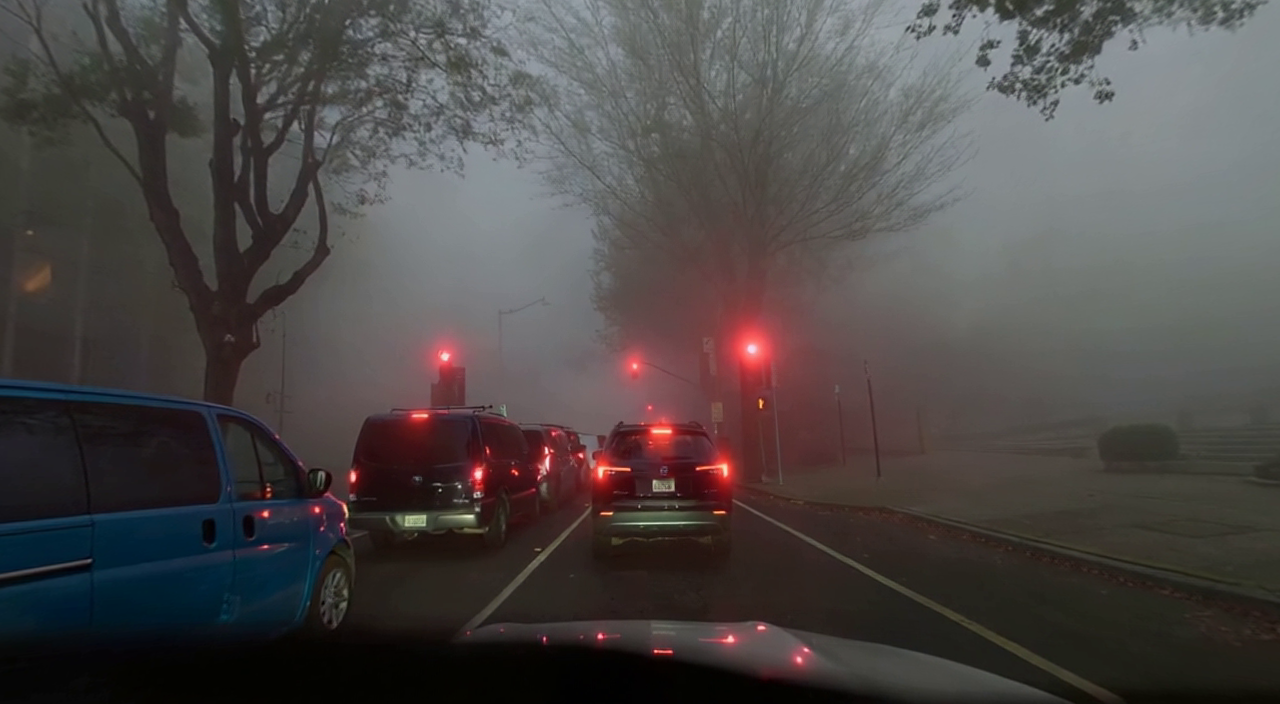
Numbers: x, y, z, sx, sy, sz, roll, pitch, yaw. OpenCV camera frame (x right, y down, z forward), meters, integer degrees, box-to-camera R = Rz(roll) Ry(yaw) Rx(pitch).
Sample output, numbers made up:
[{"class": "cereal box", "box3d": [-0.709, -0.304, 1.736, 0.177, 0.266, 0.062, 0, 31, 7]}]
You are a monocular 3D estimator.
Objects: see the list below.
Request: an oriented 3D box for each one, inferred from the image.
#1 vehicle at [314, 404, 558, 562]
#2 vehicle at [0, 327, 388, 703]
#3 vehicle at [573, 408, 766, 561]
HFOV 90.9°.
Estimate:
[{"class": "vehicle", "box3d": [-2.654, 1.841, 9.607, 2.124, 1.799, 4.587, 0, -8, 1]}, {"class": "vehicle", "box3d": [-3.177, 0.979, 3.481, 1.940, 1.722, 3.823, 0, -8, 0]}, {"class": "vehicle", "box3d": [0.359, 1.811, 9.254, 2.205, 1.727, 3.917, 0, -8, 1]}]
